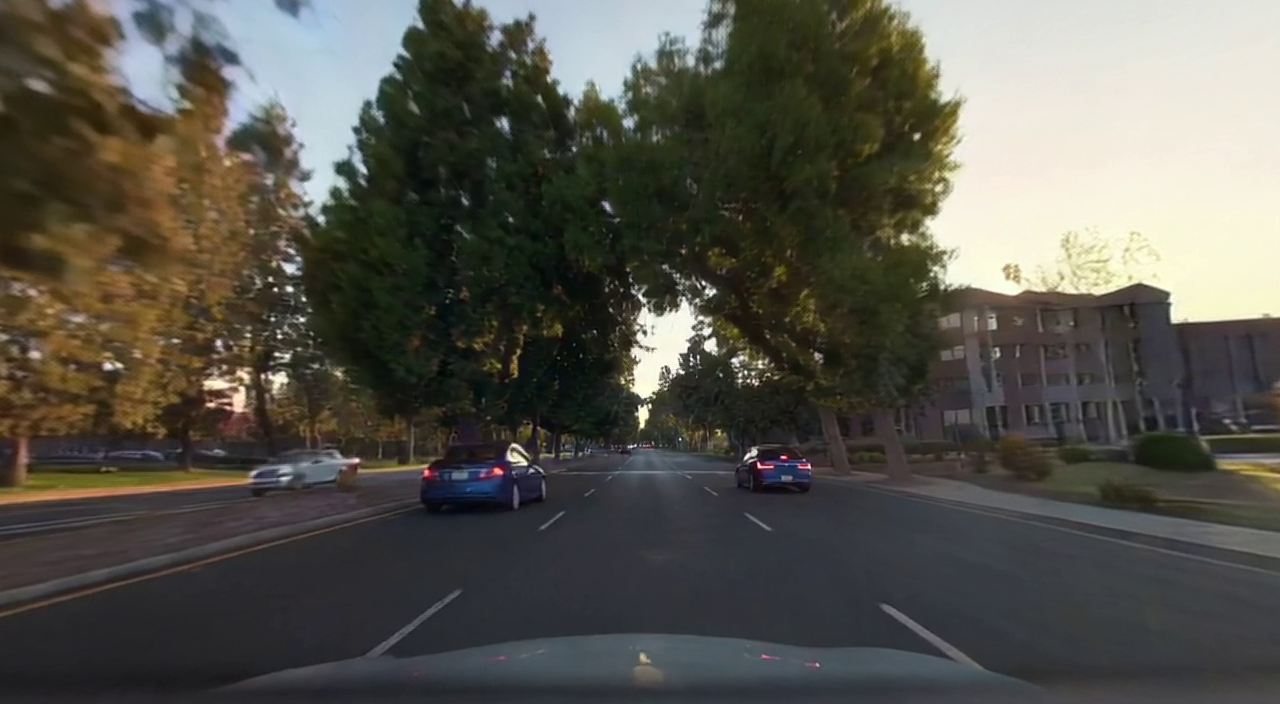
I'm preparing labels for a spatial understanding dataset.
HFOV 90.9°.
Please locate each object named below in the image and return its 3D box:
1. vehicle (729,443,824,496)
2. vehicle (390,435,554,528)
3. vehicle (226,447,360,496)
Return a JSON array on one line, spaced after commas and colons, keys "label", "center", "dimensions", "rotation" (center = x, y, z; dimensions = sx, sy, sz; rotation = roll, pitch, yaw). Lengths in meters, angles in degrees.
[{"label": "vehicle", "center": [4.180, 3.659, 20.063], "dimensions": [1.977, 1.474, 4.399], "rotation": [0, -8, -1]}, {"label": "vehicle", "center": [-3.057, 2.448, 12.537], "dimensions": [2.001, 1.504, 4.212], "rotation": [-1, -8, 2]}, {"label": "vehicle", "center": [-12.343, 4.239, 22.891], "dimensions": [2.099, 1.542, 4.752], "rotation": [0, -8, 1]}]
